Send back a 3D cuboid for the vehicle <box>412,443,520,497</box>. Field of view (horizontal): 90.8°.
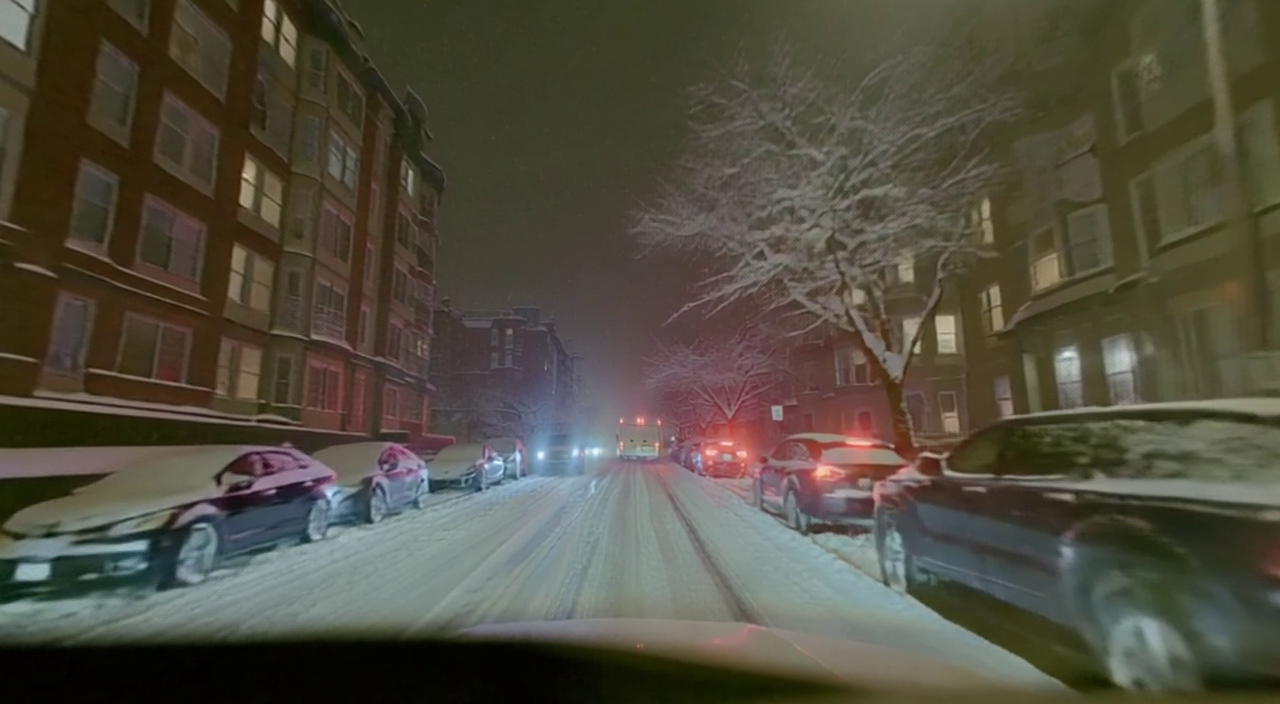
[{"bbox_3d":[-5.304,3.633,19.972,2.047,1.471,4.647,0,-8,0],"label":"vehicle"}]

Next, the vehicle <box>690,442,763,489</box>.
[{"bbox_3d":[3.328,4.448,25.171,2.035,1.549,4.373,5,-9,-2],"label":"vehicle"}]

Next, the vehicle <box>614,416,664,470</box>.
[{"bbox_3d":[-0.154,5.678,39.249,2.754,3.008,7.730,0,-8,-2],"label":"vehicle"}]

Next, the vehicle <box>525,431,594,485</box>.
[{"bbox_3d":[-2.944,3.962,23.939,2.029,1.802,4.229,-1,-8,0],"label":"vehicle"}]

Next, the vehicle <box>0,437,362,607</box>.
[{"bbox_3d":[-5.381,1.828,7.797,1.921,1.482,4.280,0,-8,0],"label":"vehicle"}]

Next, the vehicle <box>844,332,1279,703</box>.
[{"bbox_3d":[3.345,1.192,4.402,2.188,1.810,4.709,3,-9,-2],"label":"vehicle"}]
